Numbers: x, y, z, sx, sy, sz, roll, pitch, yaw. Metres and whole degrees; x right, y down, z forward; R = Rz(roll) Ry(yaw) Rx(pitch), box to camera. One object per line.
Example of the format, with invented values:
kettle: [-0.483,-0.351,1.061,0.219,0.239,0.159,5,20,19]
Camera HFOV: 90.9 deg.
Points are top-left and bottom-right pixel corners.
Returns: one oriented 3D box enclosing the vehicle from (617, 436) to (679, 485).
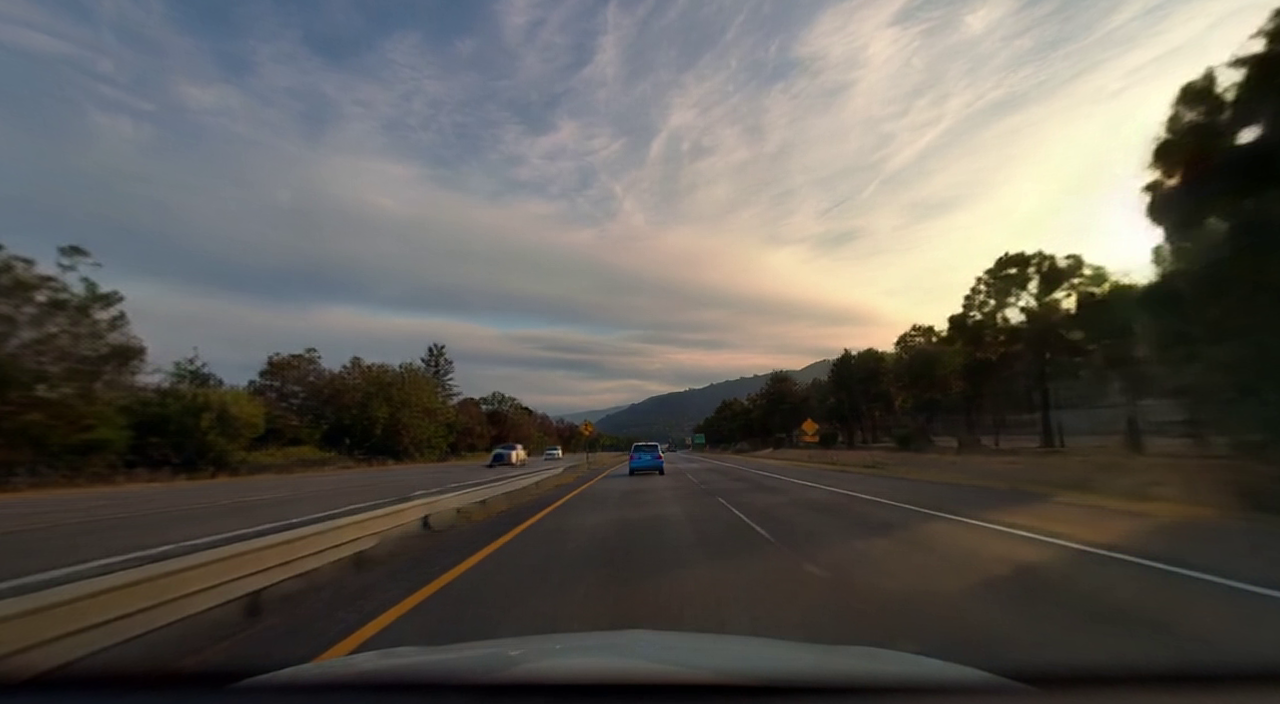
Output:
vehicle: [0.283,4.122,24.211,2.190,1.706,4.062,0,-9,0]
